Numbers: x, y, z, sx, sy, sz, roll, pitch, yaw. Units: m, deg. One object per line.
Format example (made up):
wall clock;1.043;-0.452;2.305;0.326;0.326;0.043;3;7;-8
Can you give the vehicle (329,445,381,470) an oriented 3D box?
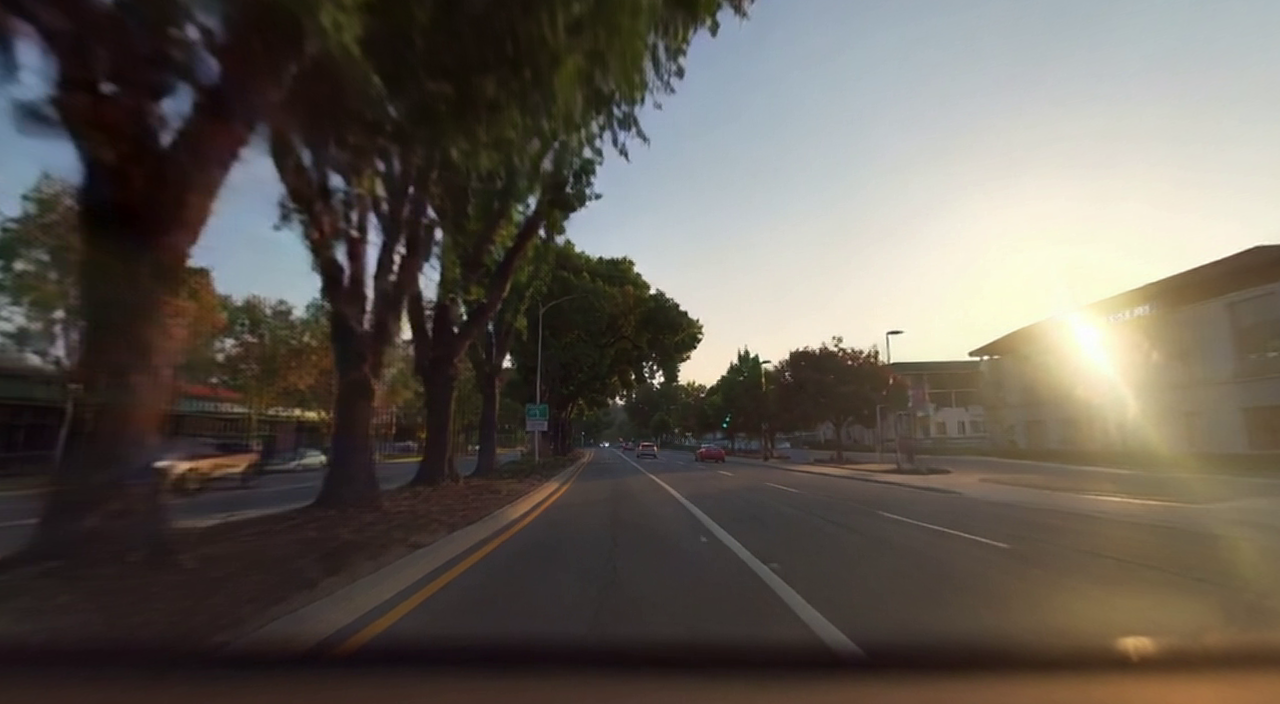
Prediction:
vehicle;-21.089;7.794;46.956;1.957;1.643;4.460;0;-7;-3

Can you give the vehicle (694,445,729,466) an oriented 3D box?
vehicle;5.293;7.701;47.285;1.876;1.474;4.126;0;-8;-5

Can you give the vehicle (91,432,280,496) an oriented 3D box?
vehicle;-14.295;3.545;20.420;2.058;1.770;5.291;-1;-8;1

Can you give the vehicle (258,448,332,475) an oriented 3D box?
vehicle;-20.569;6.542;37.936;1.915;1.477;4.773;0;-8;-2
